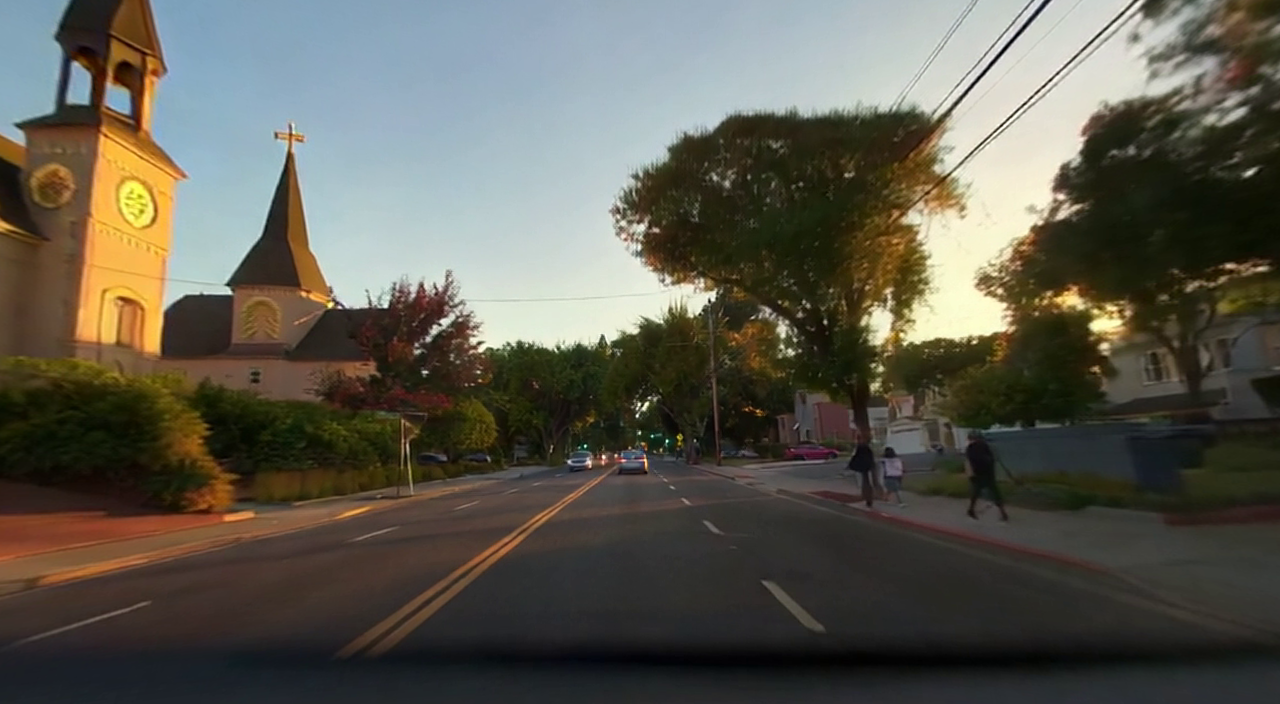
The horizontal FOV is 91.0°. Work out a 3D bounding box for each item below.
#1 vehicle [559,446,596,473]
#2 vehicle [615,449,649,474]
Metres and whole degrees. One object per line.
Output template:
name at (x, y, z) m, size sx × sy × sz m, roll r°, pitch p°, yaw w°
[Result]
vehicle at (-4.688, 8.158, 47.828) m, size 2.212 × 1.906 × 4.958 m, roll -1°, pitch -9°, yaw 2°
vehicle at (-0.518, 6.929, 40.105) m, size 2.093 × 1.497 × 4.010 m, roll 0°, pitch -9°, yaw -1°
